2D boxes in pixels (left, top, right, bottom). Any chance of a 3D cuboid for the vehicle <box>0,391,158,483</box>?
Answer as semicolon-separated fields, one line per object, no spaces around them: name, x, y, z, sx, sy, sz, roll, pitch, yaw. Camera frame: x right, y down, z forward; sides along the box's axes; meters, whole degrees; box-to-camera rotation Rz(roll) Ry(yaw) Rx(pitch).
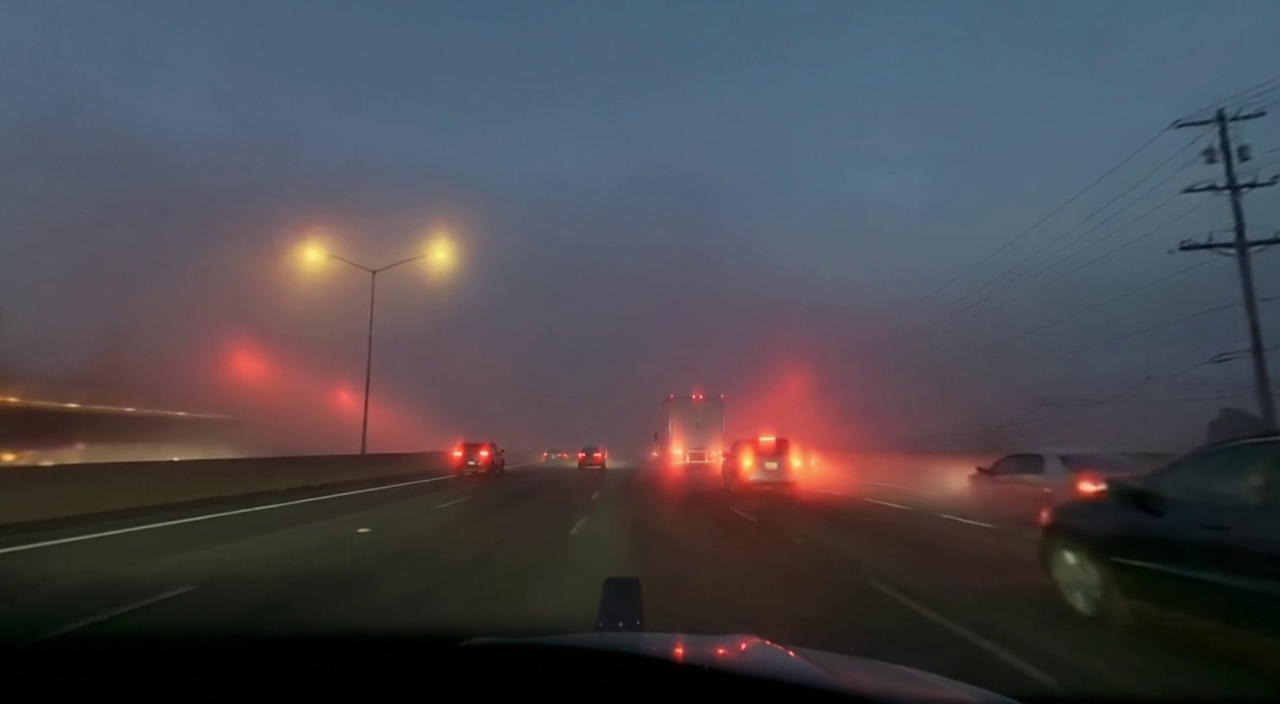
vehicle;-29.175;4.142;30.328;3.018;3.937;11.431;0;-9;-2

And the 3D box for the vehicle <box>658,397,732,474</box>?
vehicle;2.997;5.161;38.254;3.045;3.923;11.834;1;-9;-2

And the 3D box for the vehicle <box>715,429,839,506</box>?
vehicle;3.521;3.082;17.282;2.182;1.782;4.800;1;-9;-2

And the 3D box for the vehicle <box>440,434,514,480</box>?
vehicle;-7.089;4.629;27.933;2.147;1.825;4.602;0;-9;-1

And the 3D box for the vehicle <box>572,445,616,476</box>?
vehicle;-2.429;5.845;34.174;2.060;1.508;4.308;0;-9;0

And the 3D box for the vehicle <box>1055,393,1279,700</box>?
vehicle;4.394;0.965;2.880;1.978;1.607;4.245;1;-9;-2
